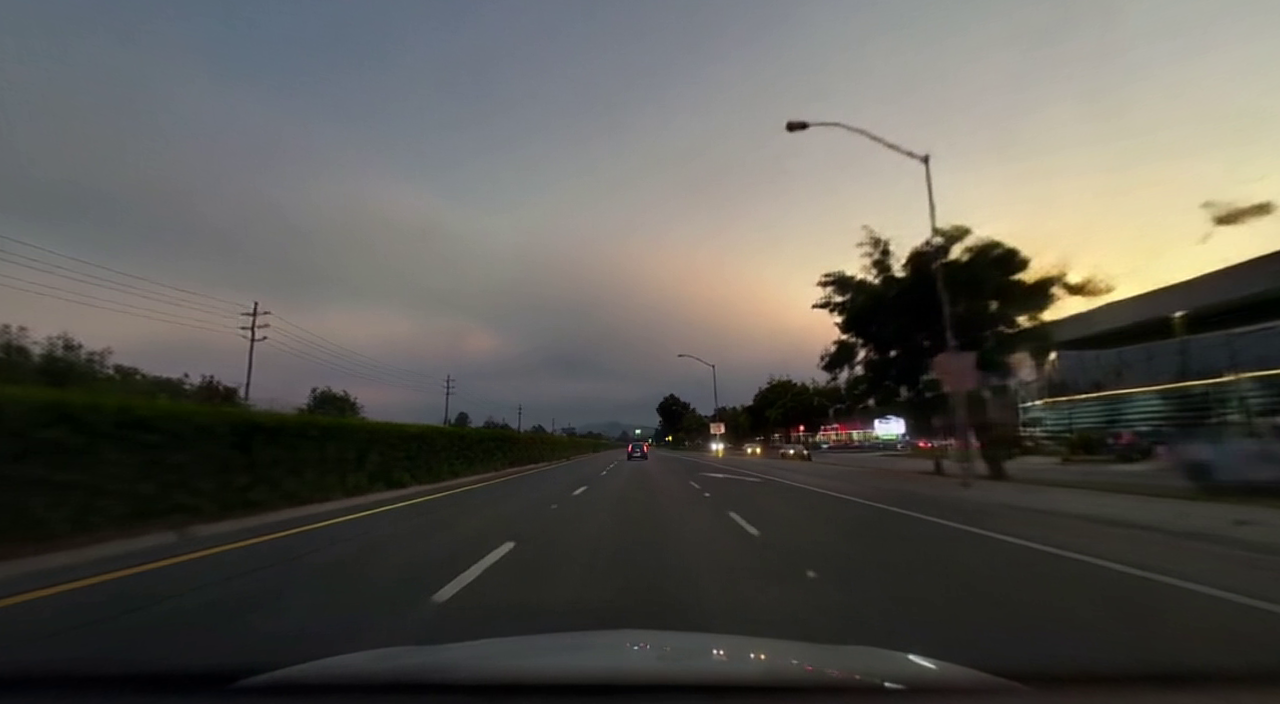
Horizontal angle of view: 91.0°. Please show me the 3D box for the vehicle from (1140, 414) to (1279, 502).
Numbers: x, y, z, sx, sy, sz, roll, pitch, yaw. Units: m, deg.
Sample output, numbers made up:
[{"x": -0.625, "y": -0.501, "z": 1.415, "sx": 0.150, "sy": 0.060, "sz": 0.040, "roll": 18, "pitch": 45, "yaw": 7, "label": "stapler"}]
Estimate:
[{"x": 15.673, "y": 2.569, "z": 15.317, "sx": 2.331, "sy": 1.988, "sz": 5.665, "roll": 0, "pitch": -9, "yaw": 0, "label": "vehicle"}]

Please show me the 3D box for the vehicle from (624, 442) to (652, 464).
[{"x": -0.162, "y": 7.779, "z": 48.561, "sx": 2.110, "sy": 1.555, "sz": 4.431, "roll": 0, "pitch": -9, "yaw": -1, "label": "vehicle"}]
